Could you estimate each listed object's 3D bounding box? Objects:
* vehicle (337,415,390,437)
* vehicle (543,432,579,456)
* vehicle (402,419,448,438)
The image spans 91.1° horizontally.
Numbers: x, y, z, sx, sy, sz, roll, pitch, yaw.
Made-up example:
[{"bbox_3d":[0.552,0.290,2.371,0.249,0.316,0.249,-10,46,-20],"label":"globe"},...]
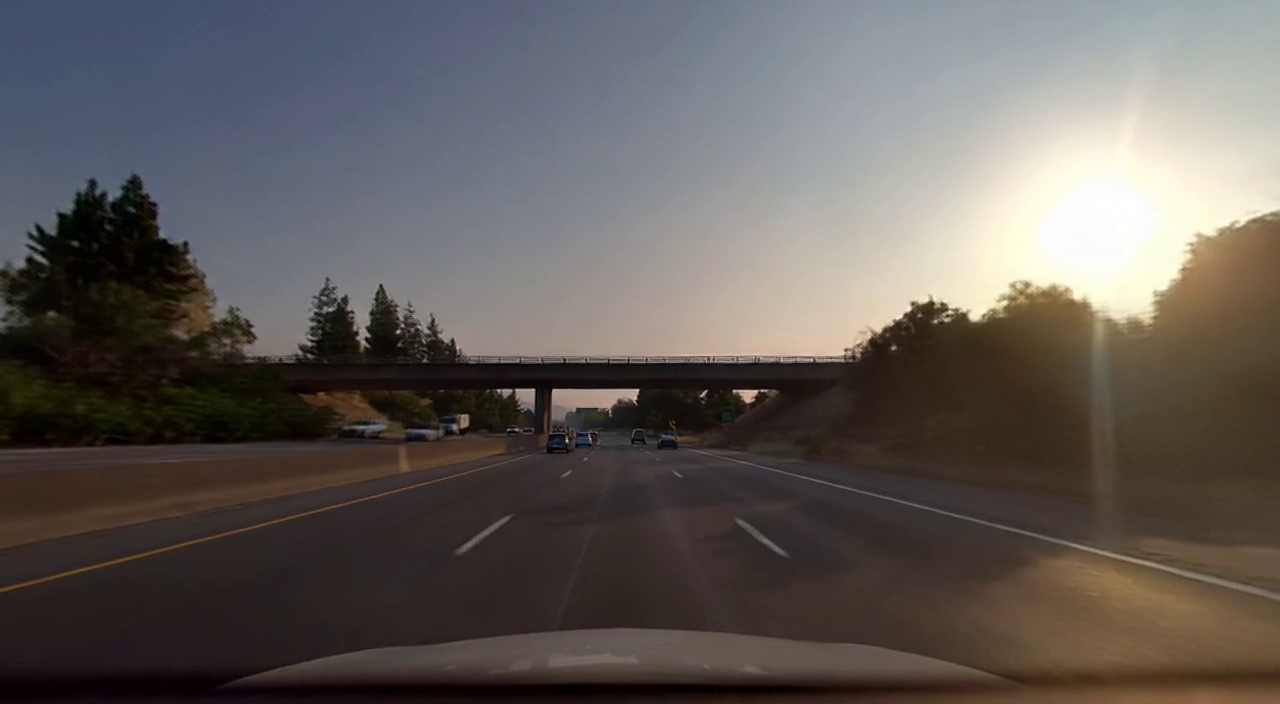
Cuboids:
[{"bbox_3d":[-18.194,4.909,41.570,1.820,1.390,4.180,1,-8,-3],"label":"vehicle"},{"bbox_3d":[-5.063,5.894,40.536,1.966,1.460,3.519,0,-8,-2],"label":"vehicle"},{"bbox_3d":[-14.438,5.188,42.404,1.824,1.200,4.175,1,-8,-3],"label":"vehicle"}]
